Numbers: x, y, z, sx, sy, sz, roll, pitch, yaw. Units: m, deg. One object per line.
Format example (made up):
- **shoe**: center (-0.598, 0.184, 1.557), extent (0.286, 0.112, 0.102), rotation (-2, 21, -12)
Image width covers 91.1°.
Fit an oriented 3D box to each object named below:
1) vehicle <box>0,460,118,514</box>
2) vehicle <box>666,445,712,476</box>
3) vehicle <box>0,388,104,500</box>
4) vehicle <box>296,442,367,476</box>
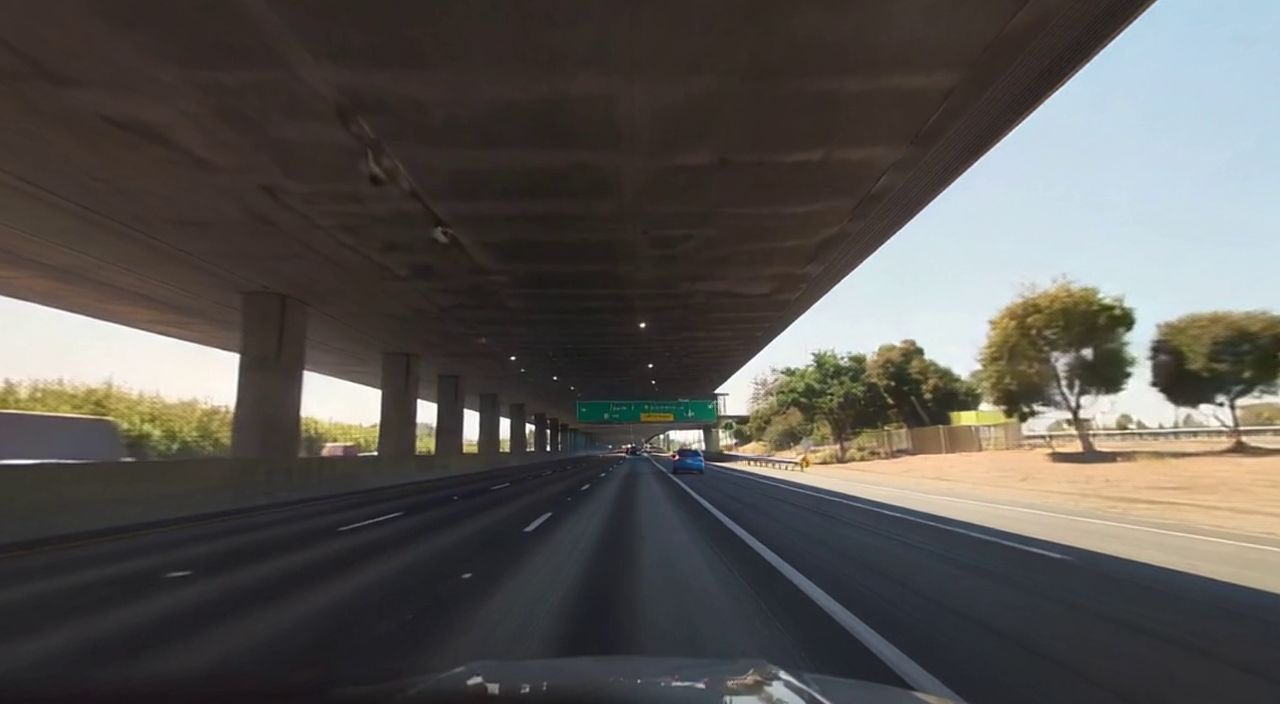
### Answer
- **vehicle**: center (-18.694, 4.048, 19.150), extent (1.843, 1.430, 4.316), rotation (0, -9, 0)
- **vehicle**: center (2.542, 5.814, 33.881), extent (2.055, 1.501, 4.321), rotation (0, -9, -1)
- **vehicle**: center (-23.036, 3.059, 20.923), extent (2.827, 3.758, 8.343), rotation (0, -9, 0)
- **vehicle**: center (-21.699, 7.532, 44.506), extent (2.355, 2.198, 5.349), rotation (0, -9, -1)
